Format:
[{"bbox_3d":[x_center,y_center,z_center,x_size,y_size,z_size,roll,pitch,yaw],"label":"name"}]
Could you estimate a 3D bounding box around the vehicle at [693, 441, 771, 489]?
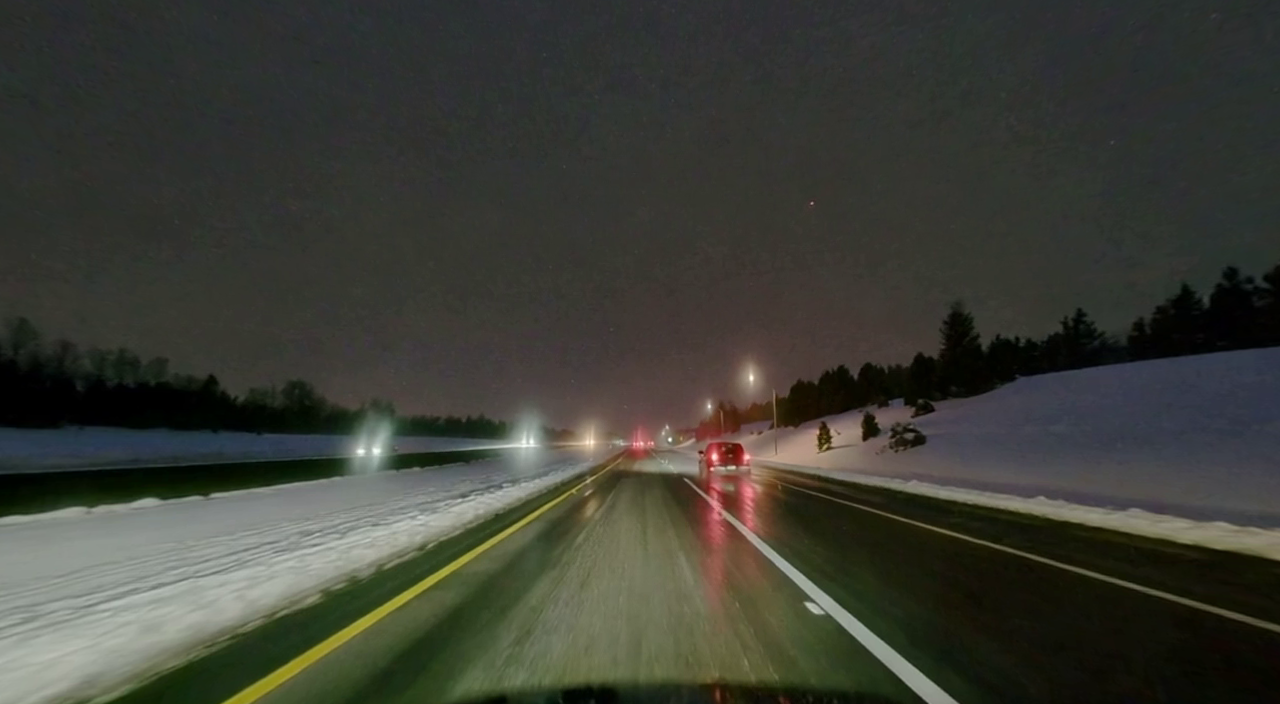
[{"bbox_3d":[3.065,3.863,21.977,1.991,1.475,4.302,0,-8,-1],"label":"vehicle"}]
